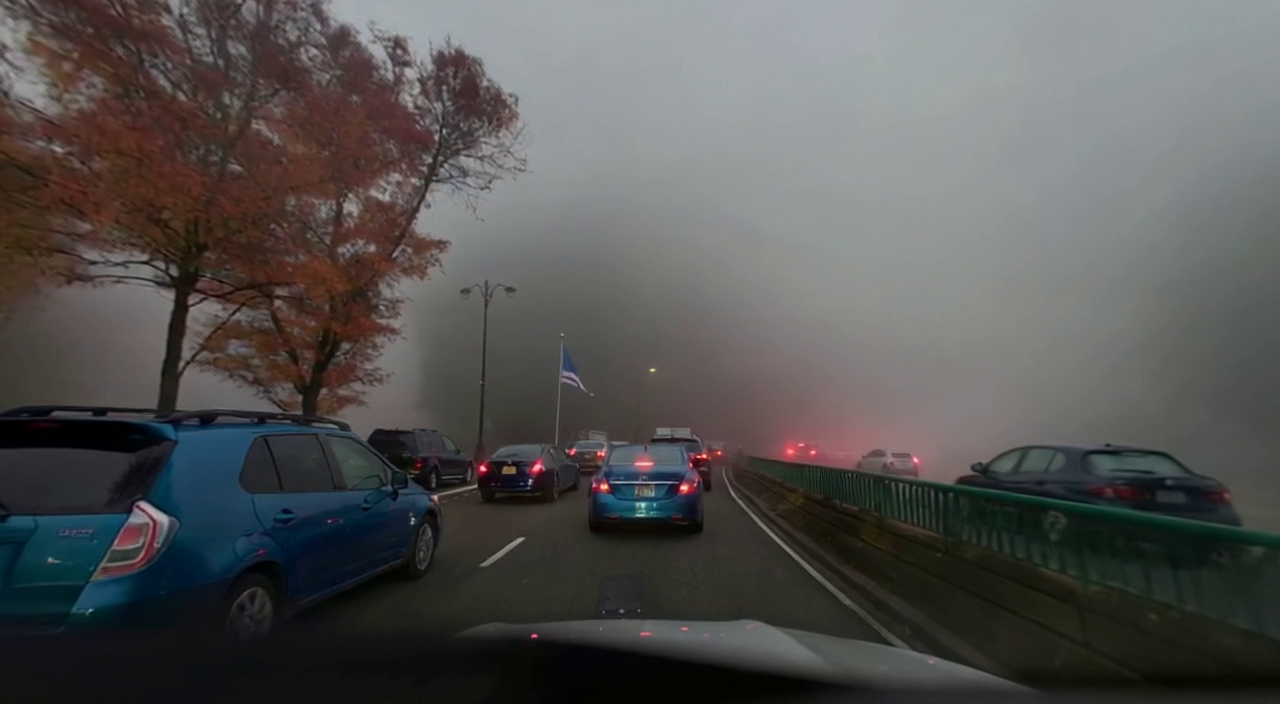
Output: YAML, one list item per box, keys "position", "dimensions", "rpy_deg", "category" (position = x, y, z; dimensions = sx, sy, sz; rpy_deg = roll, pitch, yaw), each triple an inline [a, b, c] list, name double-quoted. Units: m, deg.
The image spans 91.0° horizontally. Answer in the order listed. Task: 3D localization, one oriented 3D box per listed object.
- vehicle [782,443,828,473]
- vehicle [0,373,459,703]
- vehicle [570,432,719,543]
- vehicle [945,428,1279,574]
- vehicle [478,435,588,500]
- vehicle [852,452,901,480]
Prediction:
- position: [9.244, 5.968, 35.606]
  dimensions: [1.944, 1.544, 4.301]
  rpy_deg: [-1, -9, 7]
  category: "vehicle"
- position: [-3.144, 1.226, 4.914]
  dimensions: [1.988, 1.635, 4.260]
  rpy_deg: [0, -9, 3]
  category: "vehicle"
- position: [0.202, 2.221, 11.012]
  dimensions: [2.090, 1.506, 4.276]
  rpy_deg: [0, -9, 4]
  category: "vehicle"
- position: [6.665, 2.029, 9.432]
  dimensions: [2.011, 1.610, 4.568]
  rpy_deg: [0, -9, 2]
  category: "vehicle"
- position: [-2.837, 3.210, 17.930]
  dimensions: [1.974, 1.549, 4.603]
  rpy_deg: [0, -9, 5]
  category: "vehicle"
- position: [13.430, 6.467, 35.929]
  dimensions: [1.749, 1.481, 3.808]
  rpy_deg: [-1, -9, 7]
  category: "vehicle"
